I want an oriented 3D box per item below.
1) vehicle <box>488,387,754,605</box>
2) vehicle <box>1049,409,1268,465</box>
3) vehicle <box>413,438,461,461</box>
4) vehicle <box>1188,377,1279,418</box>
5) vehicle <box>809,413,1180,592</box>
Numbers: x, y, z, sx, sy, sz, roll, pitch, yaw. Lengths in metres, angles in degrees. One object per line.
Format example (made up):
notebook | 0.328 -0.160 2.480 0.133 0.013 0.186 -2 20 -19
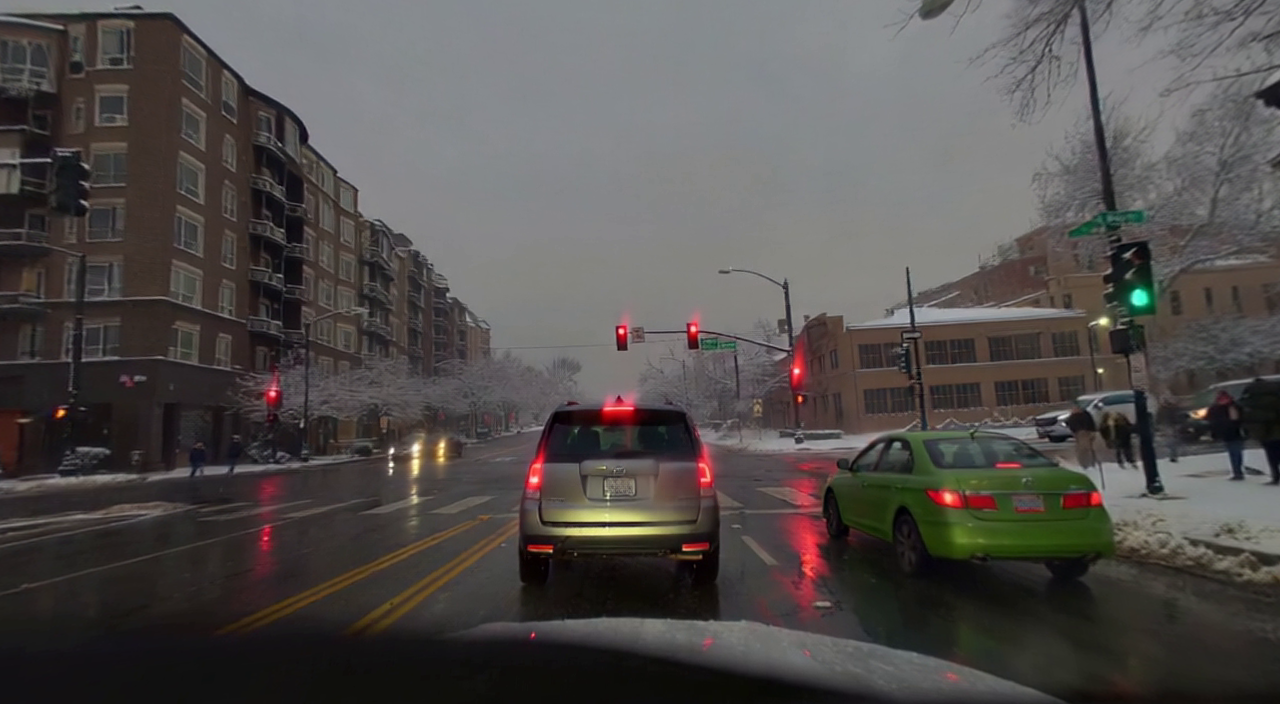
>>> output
vehicle | -0.145 1.483 7.321 2.168 1.776 4.135 0 -8 0
vehicle | 14.273 2.378 17.612 4.354 1.466 1.863 -1 -8 2
vehicle | -15.943 7.685 49.851 2.132 1.710 4.504 0 -8 2
vehicle | 26.569 1.977 27.168 4.287 1.639 1.729 0 -8 1
vehicle | 3.699 1.648 7.816 1.987 1.538 4.510 0 -8 1
